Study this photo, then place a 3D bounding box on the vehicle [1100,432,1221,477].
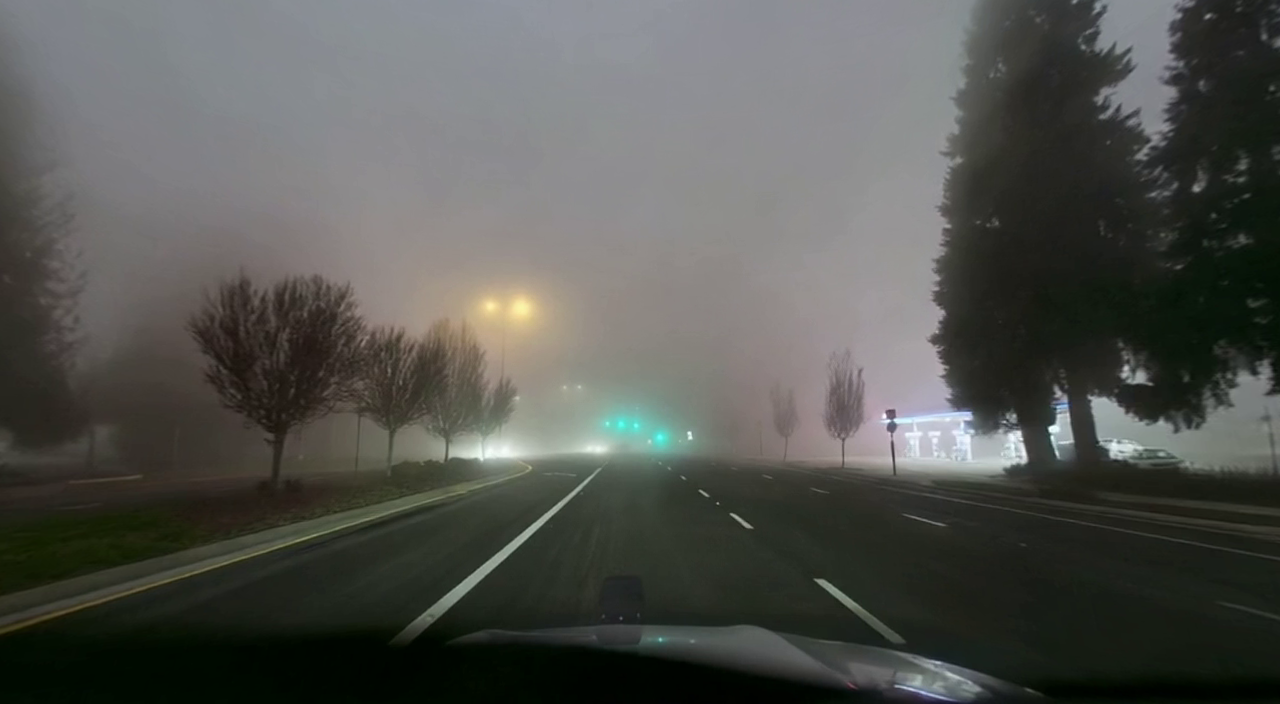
[{"bbox_3d":[21.460,4.230,26.130,3.442,1.599,1.613,-3,-10,-2],"label":"vehicle"}]
